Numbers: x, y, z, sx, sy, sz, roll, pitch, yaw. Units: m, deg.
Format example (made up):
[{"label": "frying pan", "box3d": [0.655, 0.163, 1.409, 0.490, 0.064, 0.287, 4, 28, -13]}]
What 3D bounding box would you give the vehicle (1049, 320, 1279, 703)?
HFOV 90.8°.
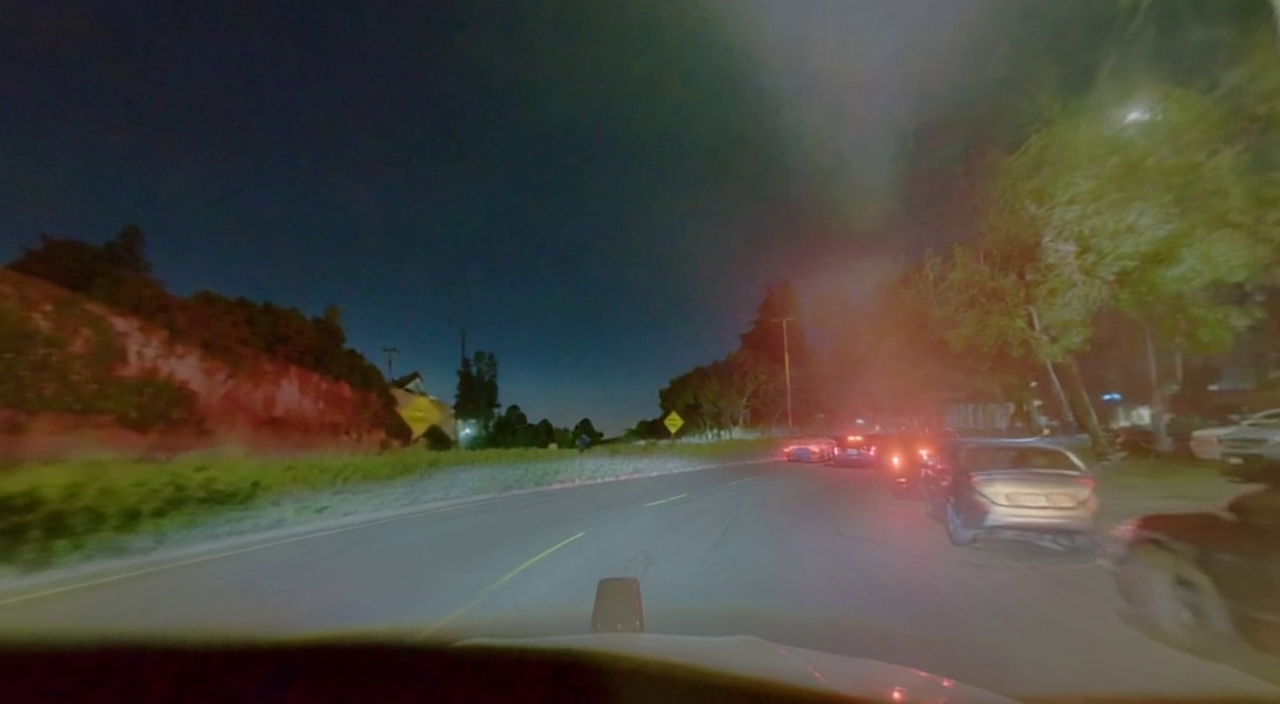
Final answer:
[{"label": "vehicle", "box3d": [3.976, 0.695, 2.258, 2.269, 1.841, 4.569, -1, -8, 6]}]
